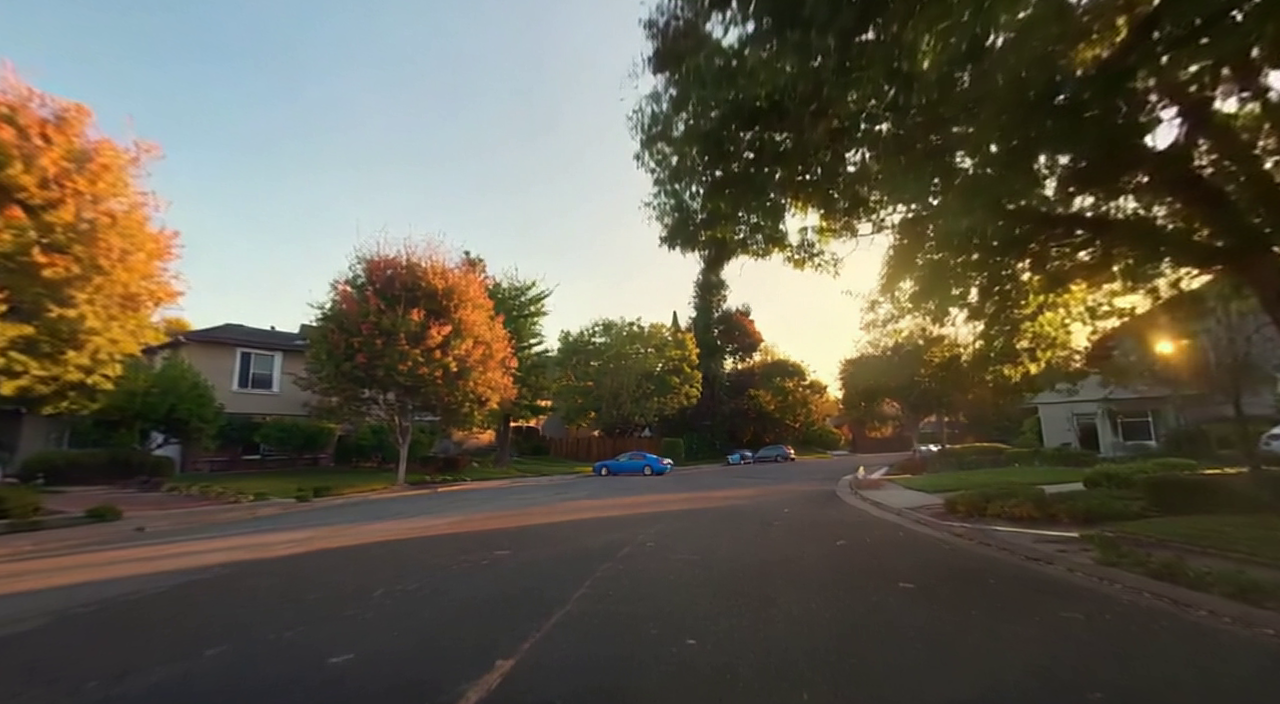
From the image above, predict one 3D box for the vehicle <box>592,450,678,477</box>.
[{"bbox_3d":[-0.278,6.444,36.771,4.653,1.480,1.871,-3,-9,20],"label":"vehicle"}]
